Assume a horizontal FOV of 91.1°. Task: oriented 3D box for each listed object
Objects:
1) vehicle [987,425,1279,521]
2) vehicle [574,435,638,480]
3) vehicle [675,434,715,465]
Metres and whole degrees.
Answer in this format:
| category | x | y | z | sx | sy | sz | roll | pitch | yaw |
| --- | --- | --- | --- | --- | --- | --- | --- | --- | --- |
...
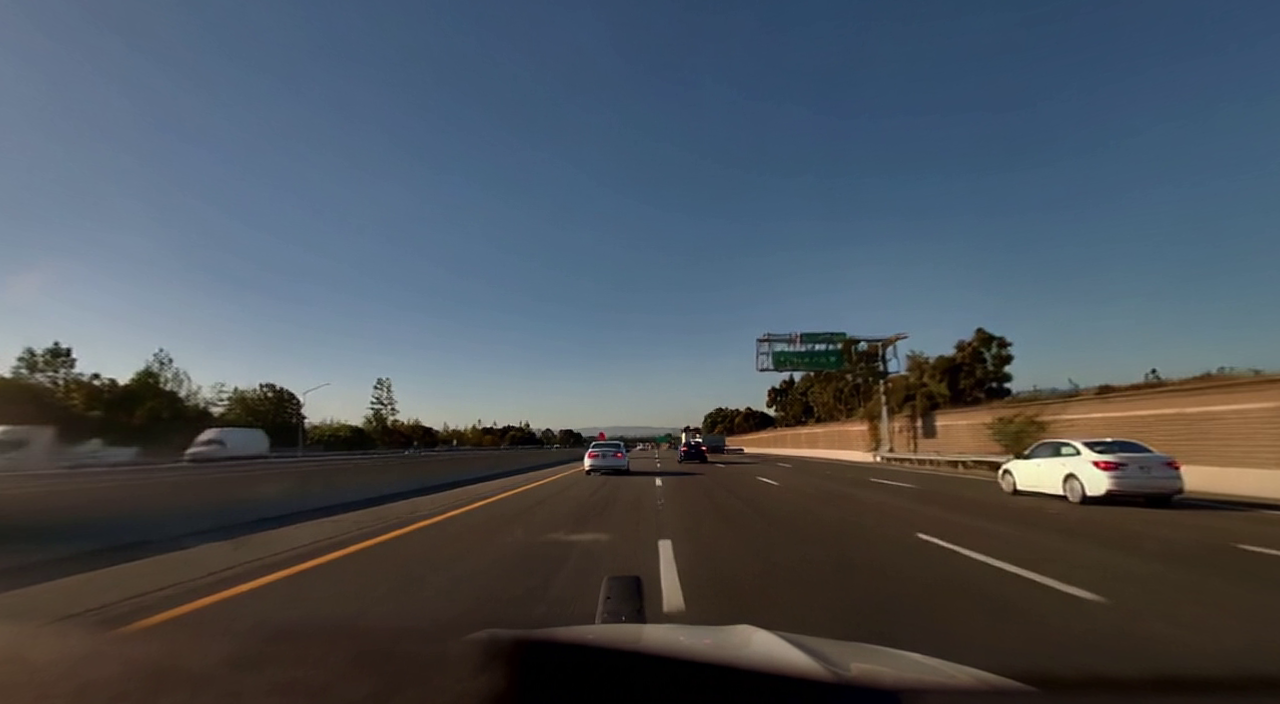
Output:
| category | x | y | z | sx | sy | sz | roll | pitch | yaw |
| --- | --- | --- | --- | --- | --- | --- | --- | --- | --- |
| vehicle | 9.226 | 2.274 | 12.452 | 1.870 | 1.493 | 5.015 | 0 | -8 | 1 |
| vehicle | -1.185 | 3.982 | 23.976 | 2.050 | 1.546 | 4.344 | -1 | -8 | 2 |
| vehicle | 3.194 | 5.807 | 37.523 | 2.063 | 1.698 | 4.355 | 0 | -8 | 1 |
